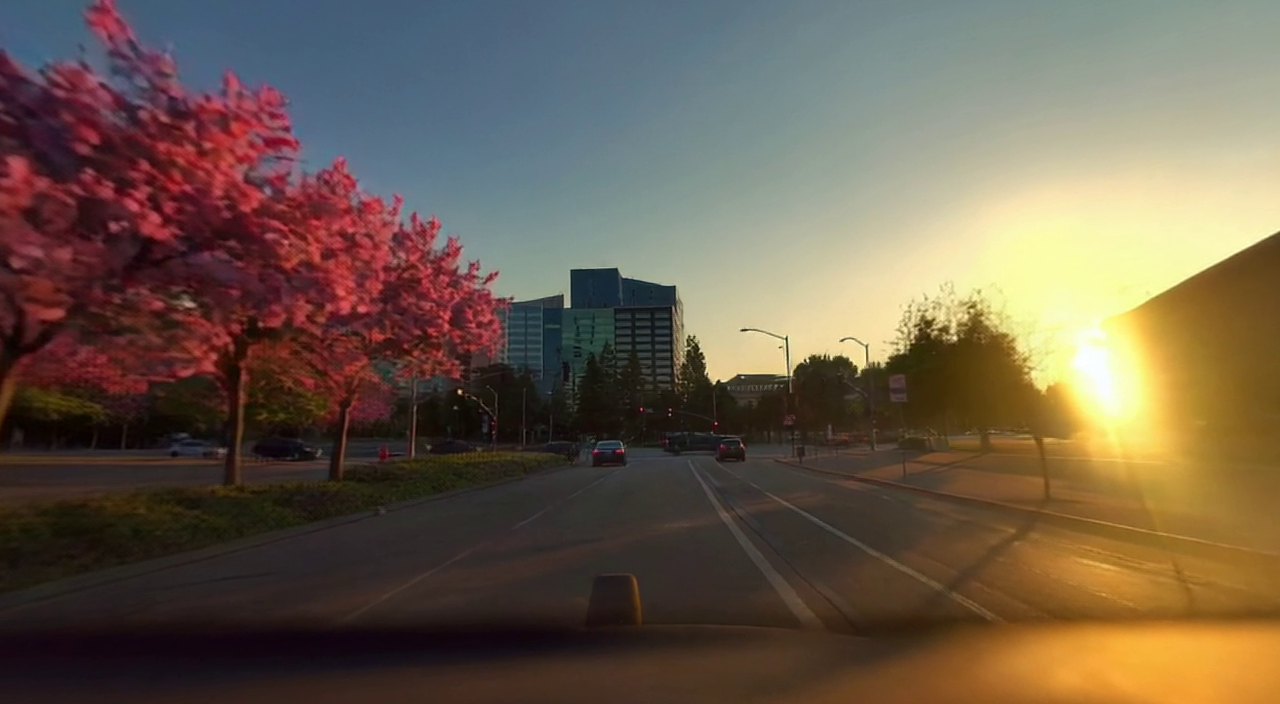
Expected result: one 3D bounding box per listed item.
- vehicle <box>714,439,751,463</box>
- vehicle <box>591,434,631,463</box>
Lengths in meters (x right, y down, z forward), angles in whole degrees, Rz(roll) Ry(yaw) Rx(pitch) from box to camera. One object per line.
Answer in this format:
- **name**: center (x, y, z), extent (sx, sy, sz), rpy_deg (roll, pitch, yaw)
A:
- **vehicle**: center (6.194, 6.684, 42.753), extent (2.007, 1.466, 4.291), rpy_deg (-1, -8, 2)
- **vehicle**: center (-1.805, 6.182, 40.513), extent (1.995, 1.703, 4.367), rpy_deg (-1, -9, 4)
